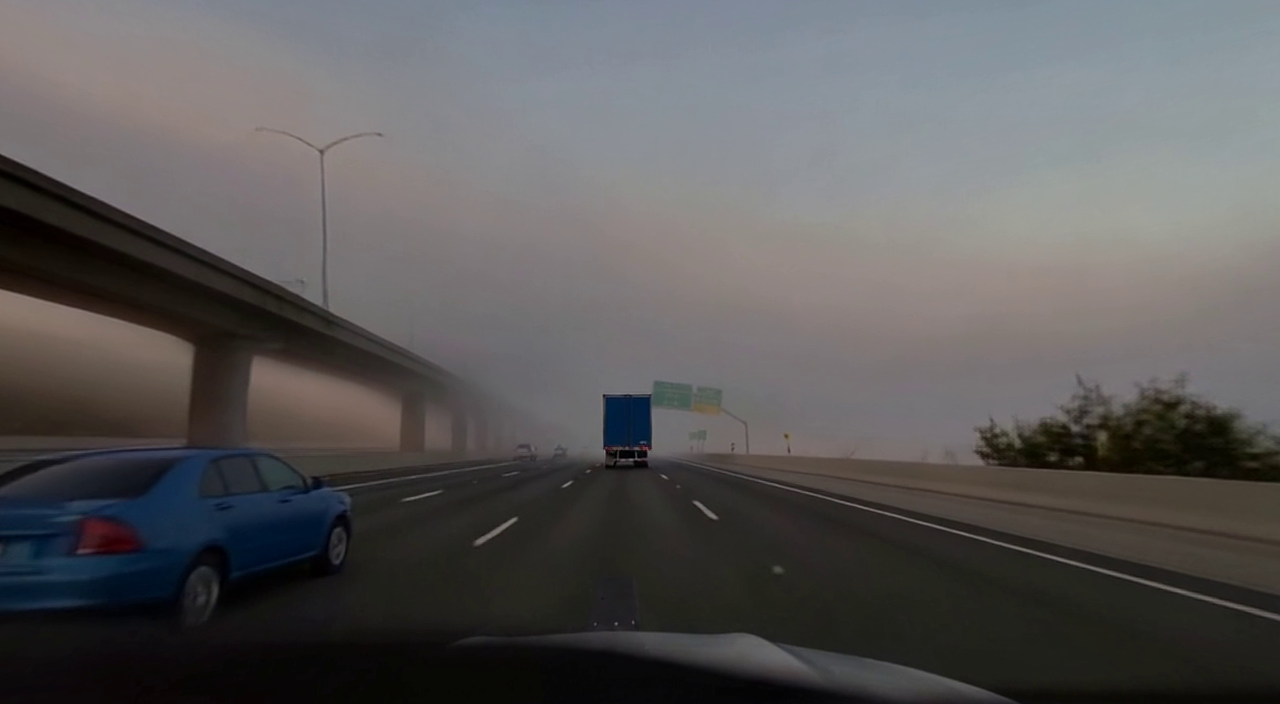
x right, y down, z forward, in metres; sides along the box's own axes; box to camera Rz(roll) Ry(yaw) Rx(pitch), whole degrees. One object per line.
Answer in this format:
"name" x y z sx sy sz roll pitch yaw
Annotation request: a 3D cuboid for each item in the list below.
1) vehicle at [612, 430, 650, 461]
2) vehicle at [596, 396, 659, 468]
"vehicle" -0.548 5.298 35.839 2.052 1.666 4.358 0 -8 -2
"vehicle" -0.626 5.020 38.519 3.233 3.678 11.032 1 -9 0
